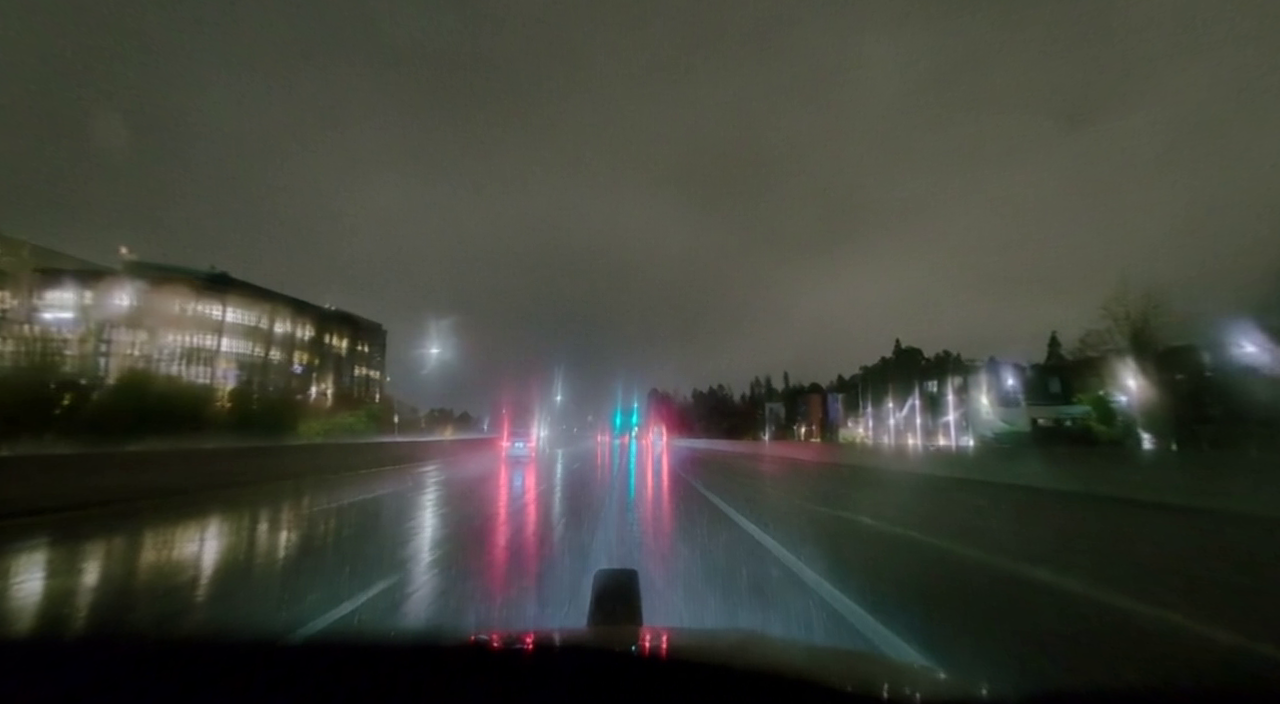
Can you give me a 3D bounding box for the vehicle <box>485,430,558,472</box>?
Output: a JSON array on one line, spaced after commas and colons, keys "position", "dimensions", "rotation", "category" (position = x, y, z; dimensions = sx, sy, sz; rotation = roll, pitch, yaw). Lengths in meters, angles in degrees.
[{"position": [-4.516, 3.841, 24.674], "dimensions": [1.996, 1.490, 4.571], "rotation": [0, -8, 0], "category": "vehicle"}]
